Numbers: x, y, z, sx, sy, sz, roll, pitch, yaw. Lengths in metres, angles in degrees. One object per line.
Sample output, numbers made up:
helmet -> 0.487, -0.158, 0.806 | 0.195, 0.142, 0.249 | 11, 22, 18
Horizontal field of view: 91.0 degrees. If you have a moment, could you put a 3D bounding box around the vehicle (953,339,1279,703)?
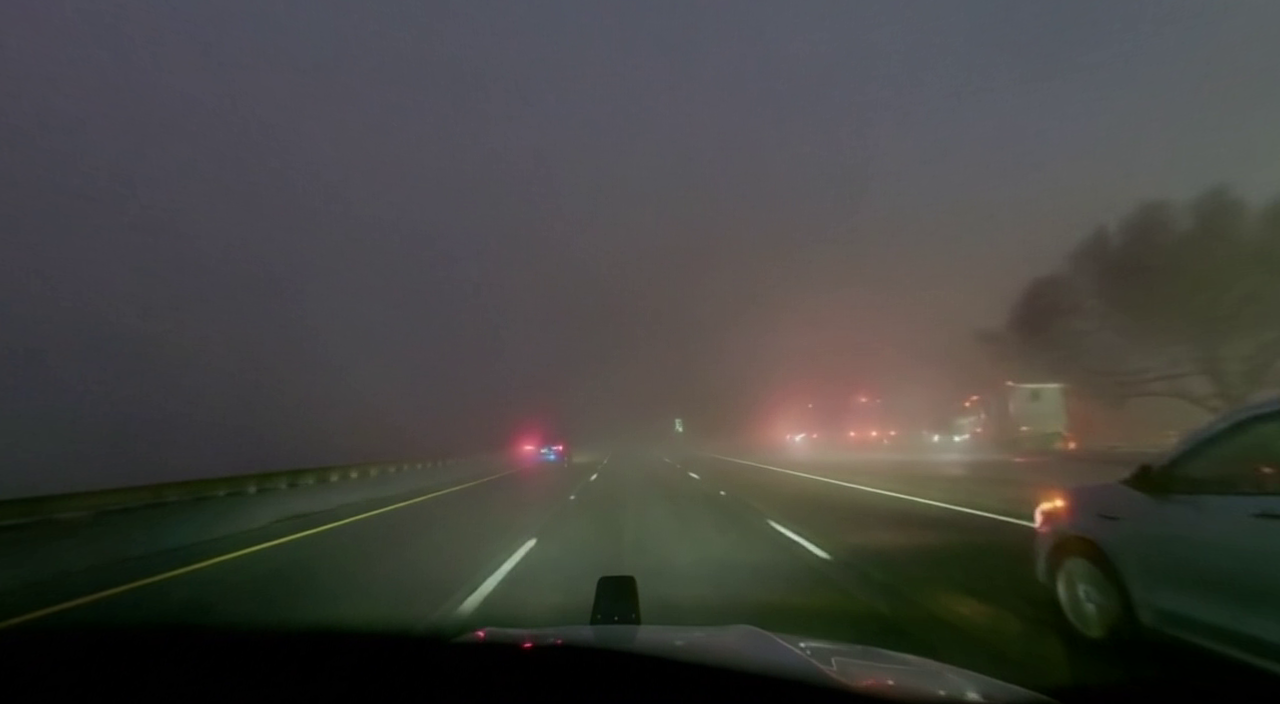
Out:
vehicle -> 3.329, 0.779, 2.094 | 2.349, 1.651, 4.161 | 0, -8, -1

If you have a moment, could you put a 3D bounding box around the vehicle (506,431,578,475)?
vehicle -> -3.814, 4.019, 25.296 | 2.206, 1.604, 4.374 | 0, -8, 0

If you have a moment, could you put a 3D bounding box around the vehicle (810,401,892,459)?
vehicle -> 16.442, 6.020, 49.681 | 2.909, 4.017, 8.582 | 4, -6, -4
